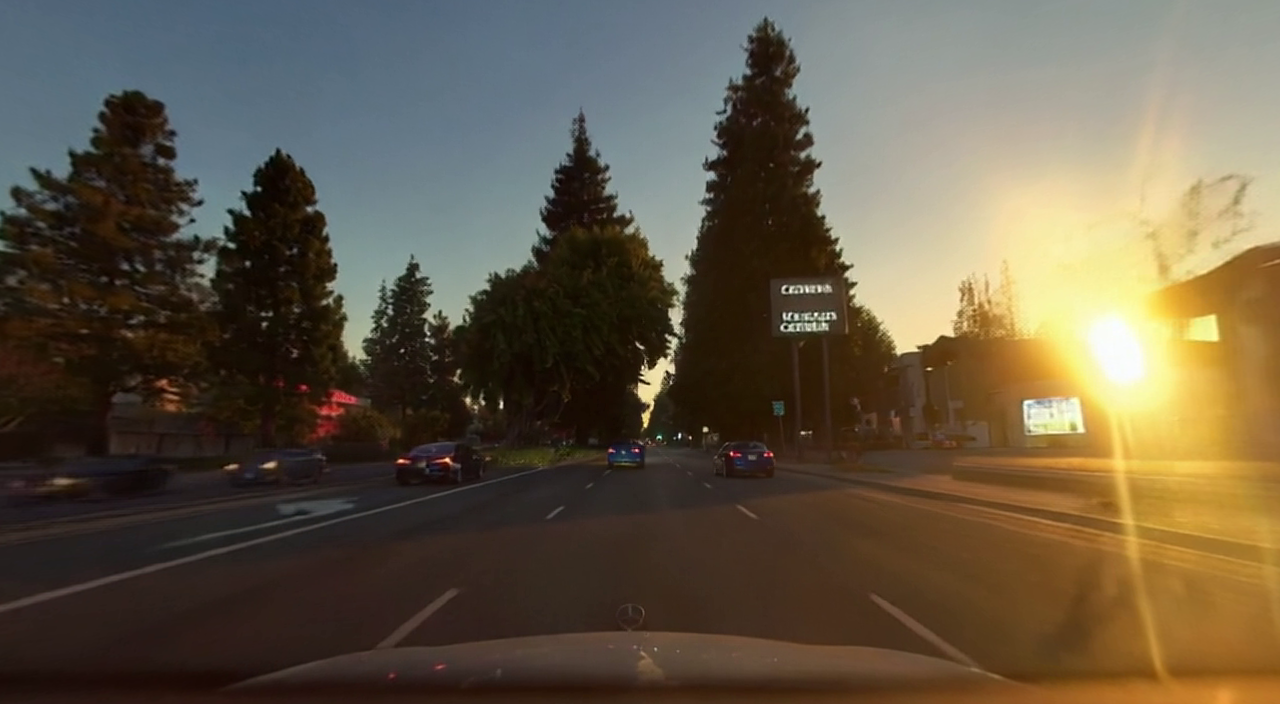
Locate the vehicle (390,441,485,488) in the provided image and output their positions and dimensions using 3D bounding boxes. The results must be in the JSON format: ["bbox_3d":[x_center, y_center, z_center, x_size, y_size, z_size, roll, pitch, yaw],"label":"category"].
[{"bbox_3d":[-6.810,3.798,21.709,1.993,1.444,3.965,0,-8,-1],"label":"vehicle"}]

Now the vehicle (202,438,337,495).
[{"bbox_3d":[-12.069,3.719,20.922,1.944,1.662,4.160,0,-8,0],"label":"vehicle"}]

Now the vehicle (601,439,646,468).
[{"bbox_3d":[-0.825,5.512,34.441,2.001,1.504,4.212,-1,-8,4],"label":"vehicle"}]

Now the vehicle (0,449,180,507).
[{"bbox_3d":[-16.190,3.632,18.676,1.841,1.479,4.286,0,-8,1],"label":"vehicle"}]

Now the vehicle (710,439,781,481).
[{"bbox_3d":[4.043,4.214,24.935,1.977,1.474,4.399,0,-8,-1],"label":"vehicle"}]
